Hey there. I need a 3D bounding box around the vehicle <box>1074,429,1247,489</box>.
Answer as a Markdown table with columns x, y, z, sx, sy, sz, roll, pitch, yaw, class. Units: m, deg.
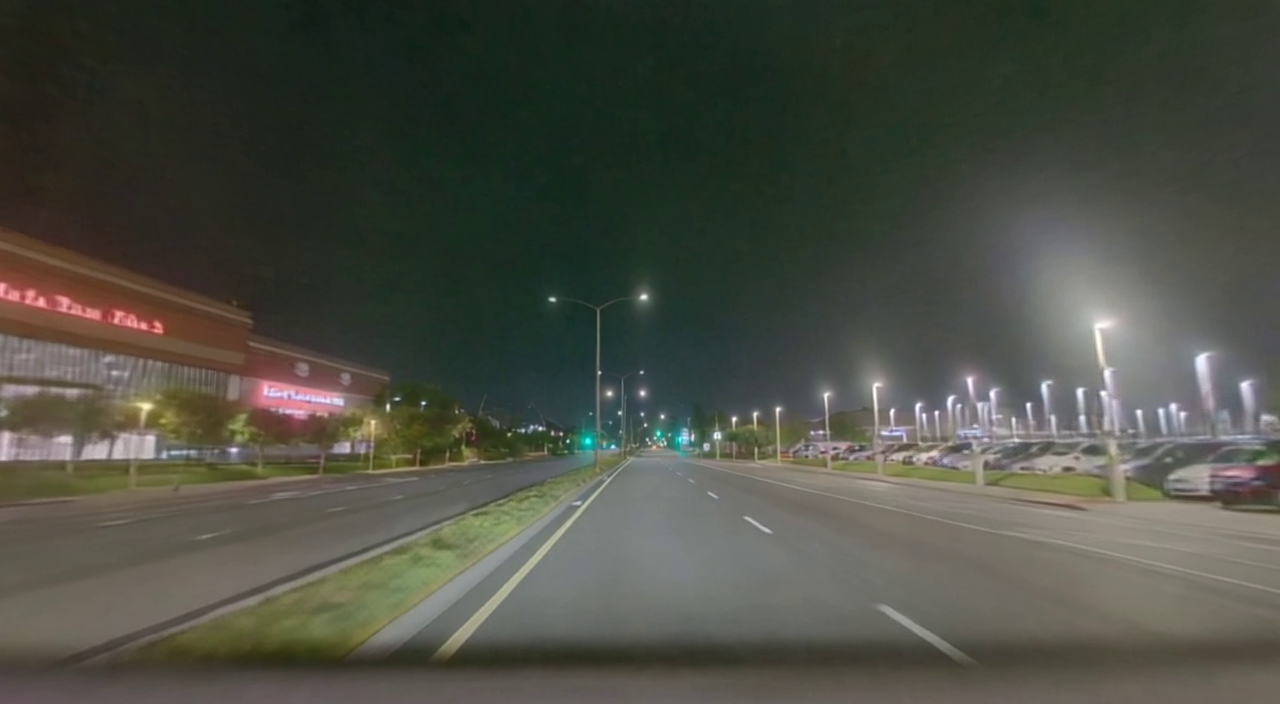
| x | y | z | sx | sy | sz | roll | pitch | yaw | class |
| --- | --- | --- | --- | --- | --- | --- | --- | --- | --- |
| 16.939 | 3.467 | 20.865 | 1.882 | 1.699 | 4.367 | -1 | -8 | -1 | vehicle |
